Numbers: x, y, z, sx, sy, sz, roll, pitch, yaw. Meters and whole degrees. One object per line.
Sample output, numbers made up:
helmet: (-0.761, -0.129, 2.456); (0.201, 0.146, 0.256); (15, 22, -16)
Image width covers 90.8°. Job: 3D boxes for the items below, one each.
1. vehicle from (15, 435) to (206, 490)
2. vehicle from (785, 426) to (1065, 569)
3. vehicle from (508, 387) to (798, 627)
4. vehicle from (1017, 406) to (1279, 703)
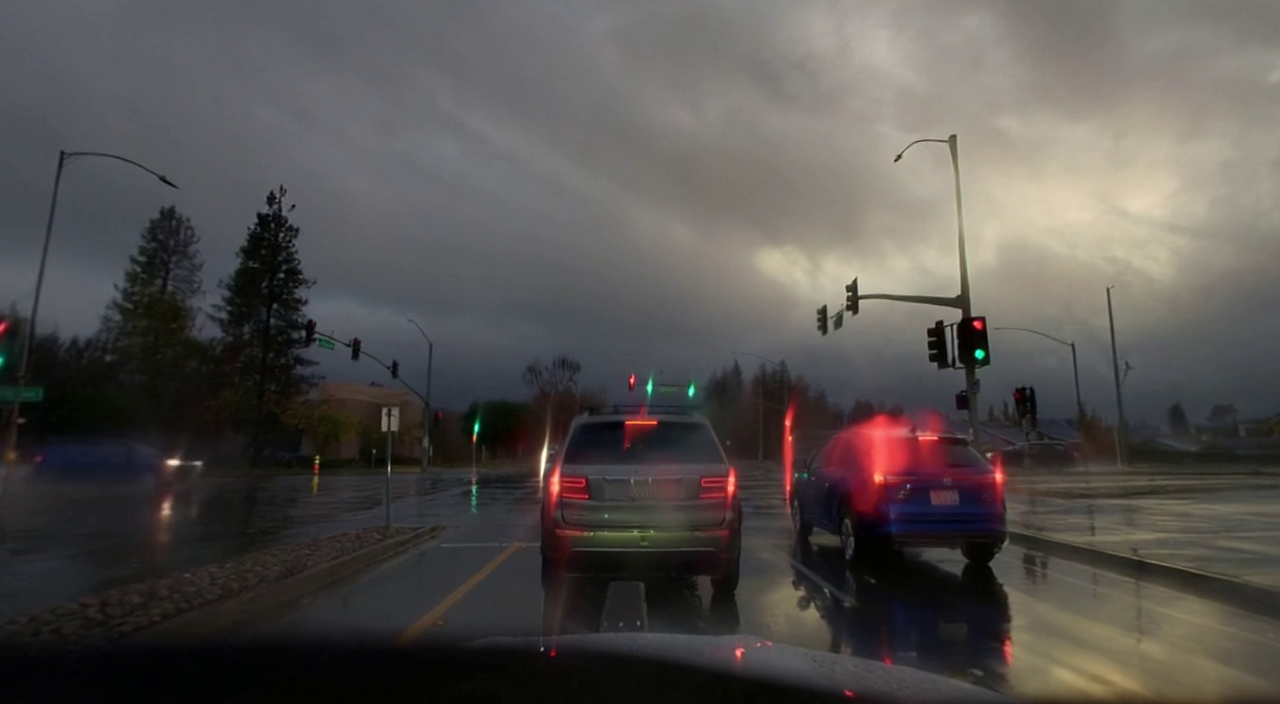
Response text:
vehicle: (-18.249, 3.795, 21.972); (4.687, 1.791, 2.044); (0, -8, 0)
vehicle: (3.520, 1.858, 8.861); (1.861, 1.495, 4.215); (0, -8, -1)
vehicle: (0.098, 1.494, 7.062); (2.170, 1.793, 4.468); (0, -8, 0)
vehicle: (3.166, 0.815, 1.429); (1.924, 1.466, 4.461); (0, -8, 1)
